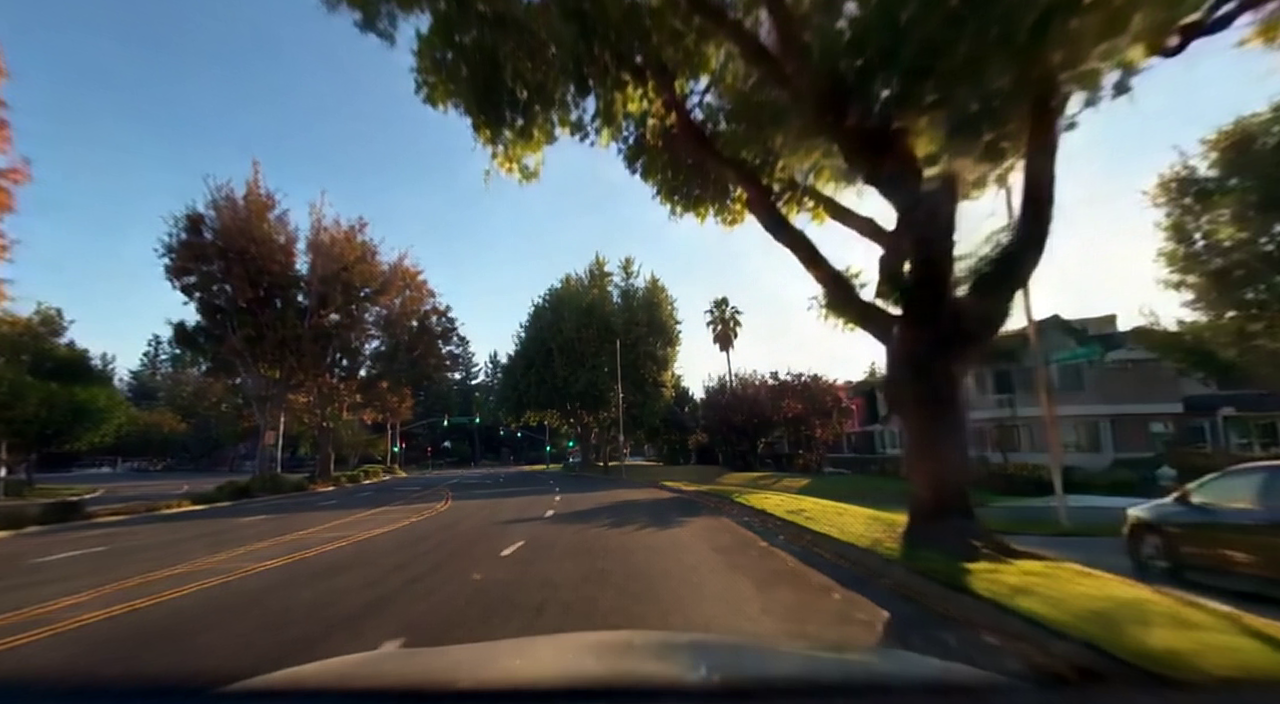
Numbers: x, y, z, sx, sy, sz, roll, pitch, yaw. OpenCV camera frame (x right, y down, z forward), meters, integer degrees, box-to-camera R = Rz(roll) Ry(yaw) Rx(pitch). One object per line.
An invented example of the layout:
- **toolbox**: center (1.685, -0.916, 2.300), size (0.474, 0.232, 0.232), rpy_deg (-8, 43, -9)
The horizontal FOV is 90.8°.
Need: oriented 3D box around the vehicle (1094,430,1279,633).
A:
- **vehicle**: center (7.820, 1.845, 6.696), size (2.456, 2.057, 5.270), rpy_deg (-3, -9, 7)
